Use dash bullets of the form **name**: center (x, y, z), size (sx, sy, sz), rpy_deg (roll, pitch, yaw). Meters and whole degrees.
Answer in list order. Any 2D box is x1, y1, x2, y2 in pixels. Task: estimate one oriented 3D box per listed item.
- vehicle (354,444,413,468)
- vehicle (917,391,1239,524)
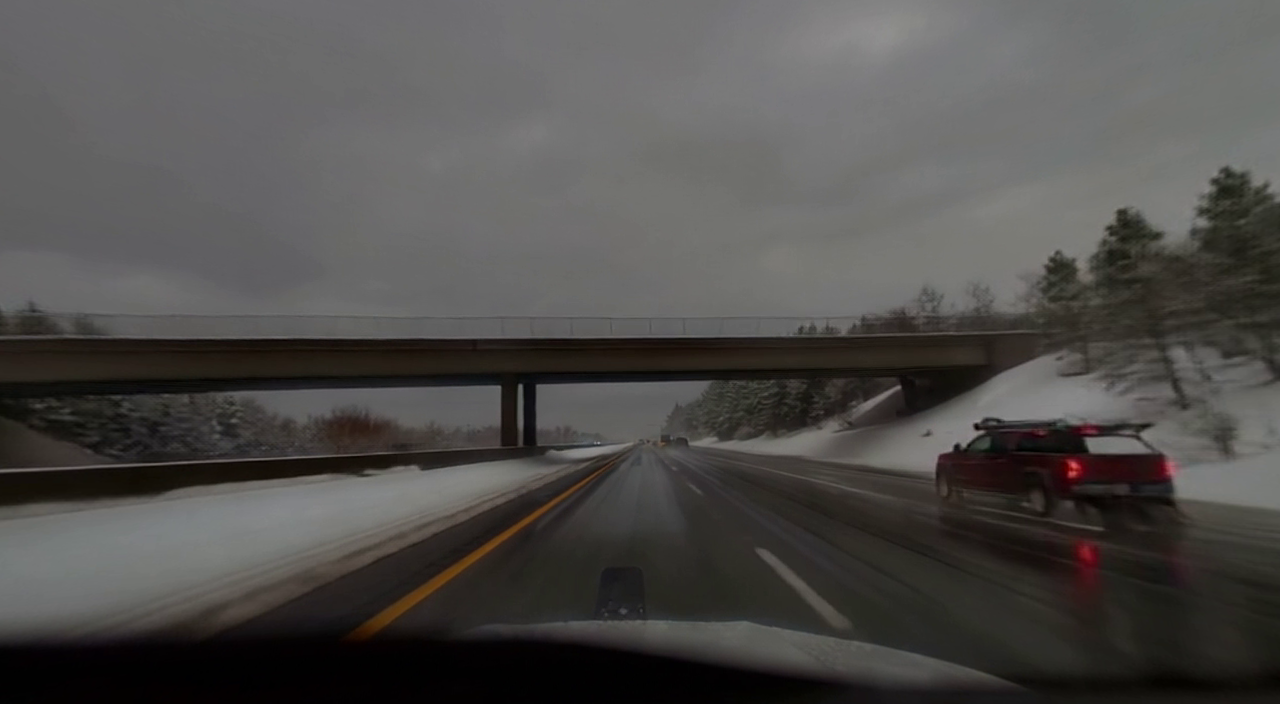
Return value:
- **vehicle**: center (-16.870, 6.851, 41.528), size (1.937, 1.466, 4.375), rpy_deg (0, -8, 1)
- **vehicle**: center (7.954, 2.019, 12.427), size (2.362, 2.037, 5.409), rpy_deg (0, -8, -1)
